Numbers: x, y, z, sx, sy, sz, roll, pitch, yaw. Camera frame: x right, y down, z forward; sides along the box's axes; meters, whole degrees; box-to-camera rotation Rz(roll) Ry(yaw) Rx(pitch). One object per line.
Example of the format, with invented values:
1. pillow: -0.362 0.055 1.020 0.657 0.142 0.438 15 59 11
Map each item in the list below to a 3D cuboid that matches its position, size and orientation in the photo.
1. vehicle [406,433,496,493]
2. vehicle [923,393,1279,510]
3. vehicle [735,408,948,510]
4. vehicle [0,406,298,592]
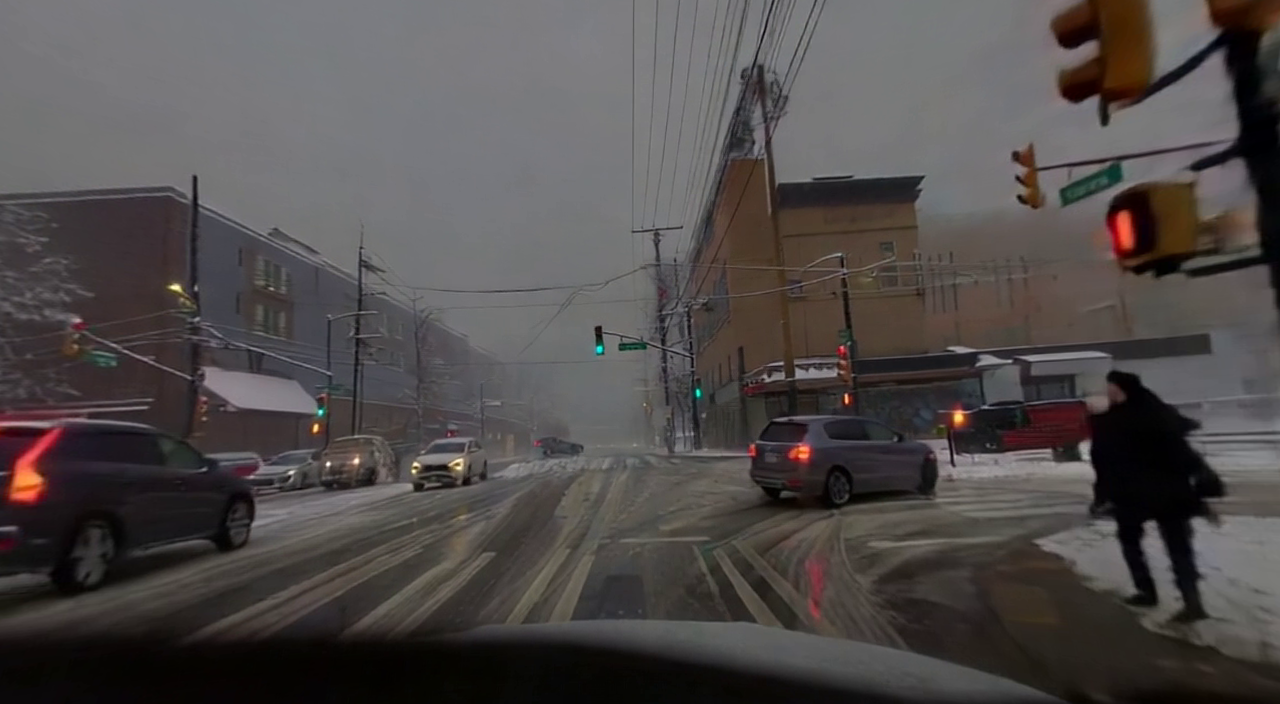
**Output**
1. vehicle: -5.377 3.063 17.828 2.097 1.457 4.439 2 -9 -18
2. vehicle: 7.515 1.613 10.483 4.714 1.686 1.973 1 -8 -8
3. vehicle: 4.040 1.946 12.309 4.260 1.497 2.059 3 -8 -44
4. vehicle: -6.572 1.714 8.149 2.063 1.751 4.229 0 -9 -2
